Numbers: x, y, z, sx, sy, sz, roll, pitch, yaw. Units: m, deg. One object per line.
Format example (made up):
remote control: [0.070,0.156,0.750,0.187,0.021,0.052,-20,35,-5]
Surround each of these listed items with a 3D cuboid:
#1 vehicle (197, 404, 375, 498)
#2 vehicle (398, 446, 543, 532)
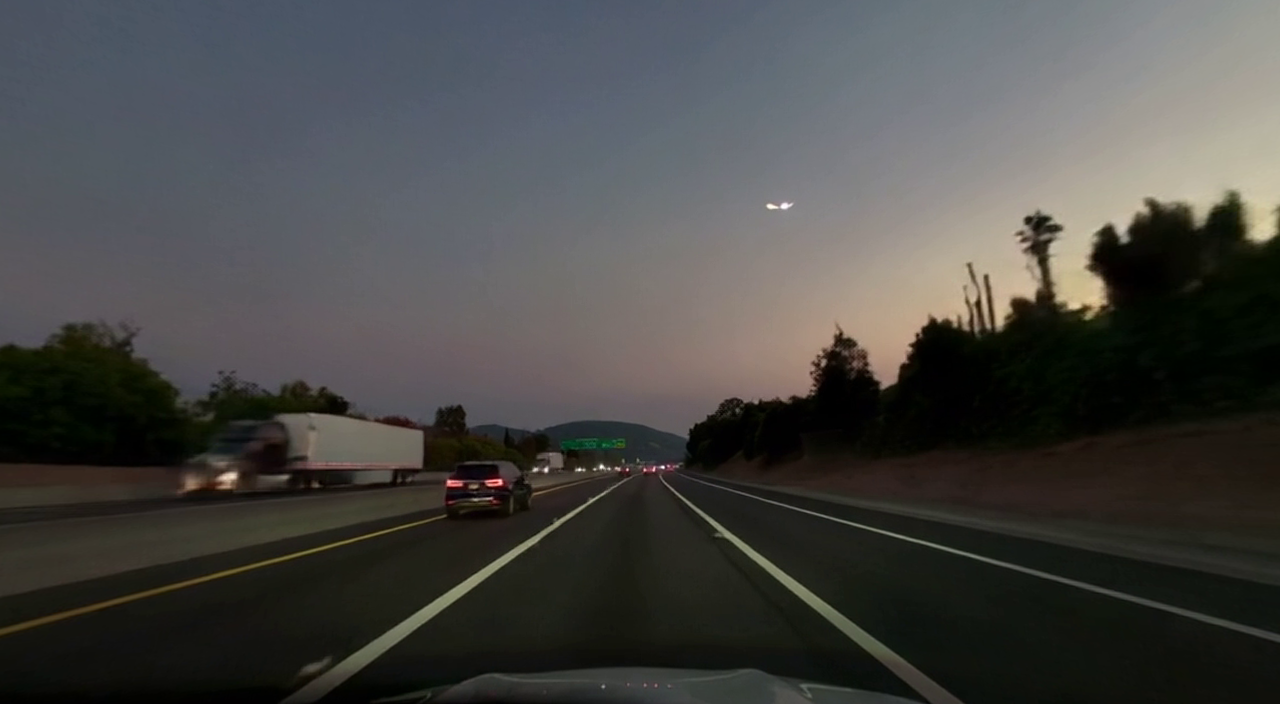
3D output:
vehicle: [-17.350,5.168,32.230,2.932,3.942,10.132,1,-10,1]
vehicle: [-3.739,3.164,14.946,2.053,1.657,4.725,1,-10,1]
